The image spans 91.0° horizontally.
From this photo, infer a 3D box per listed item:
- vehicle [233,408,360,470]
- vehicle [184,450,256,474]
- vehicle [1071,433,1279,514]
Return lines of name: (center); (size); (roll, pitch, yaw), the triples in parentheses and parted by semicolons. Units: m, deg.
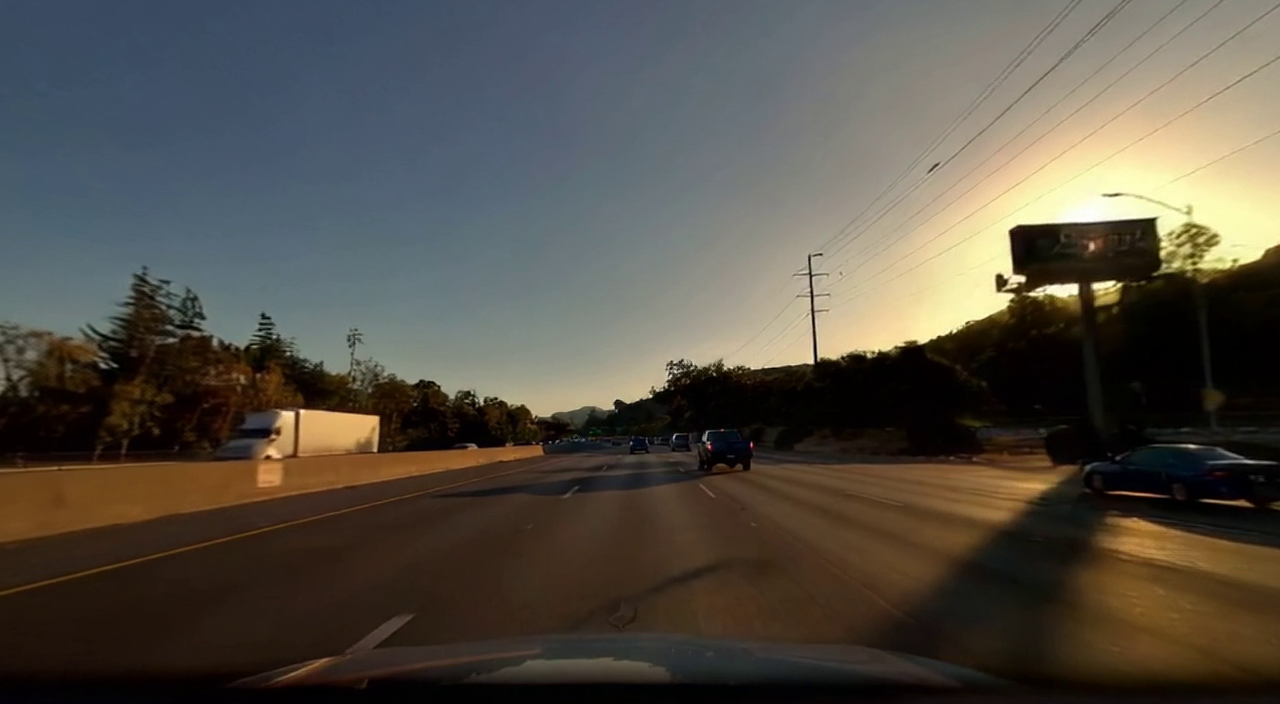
vehicle: (-24.635, 6.434, 46.238); (2.978, 4.010, 11.230); (0, -8, 0)
vehicle: (-28.502, 7.438, 42.839); (1.947, 1.483, 4.263); (0, -8, 0)
vehicle: (12.128, 2.563, 13.840); (2.076, 1.470, 4.644); (0, -8, 1)
